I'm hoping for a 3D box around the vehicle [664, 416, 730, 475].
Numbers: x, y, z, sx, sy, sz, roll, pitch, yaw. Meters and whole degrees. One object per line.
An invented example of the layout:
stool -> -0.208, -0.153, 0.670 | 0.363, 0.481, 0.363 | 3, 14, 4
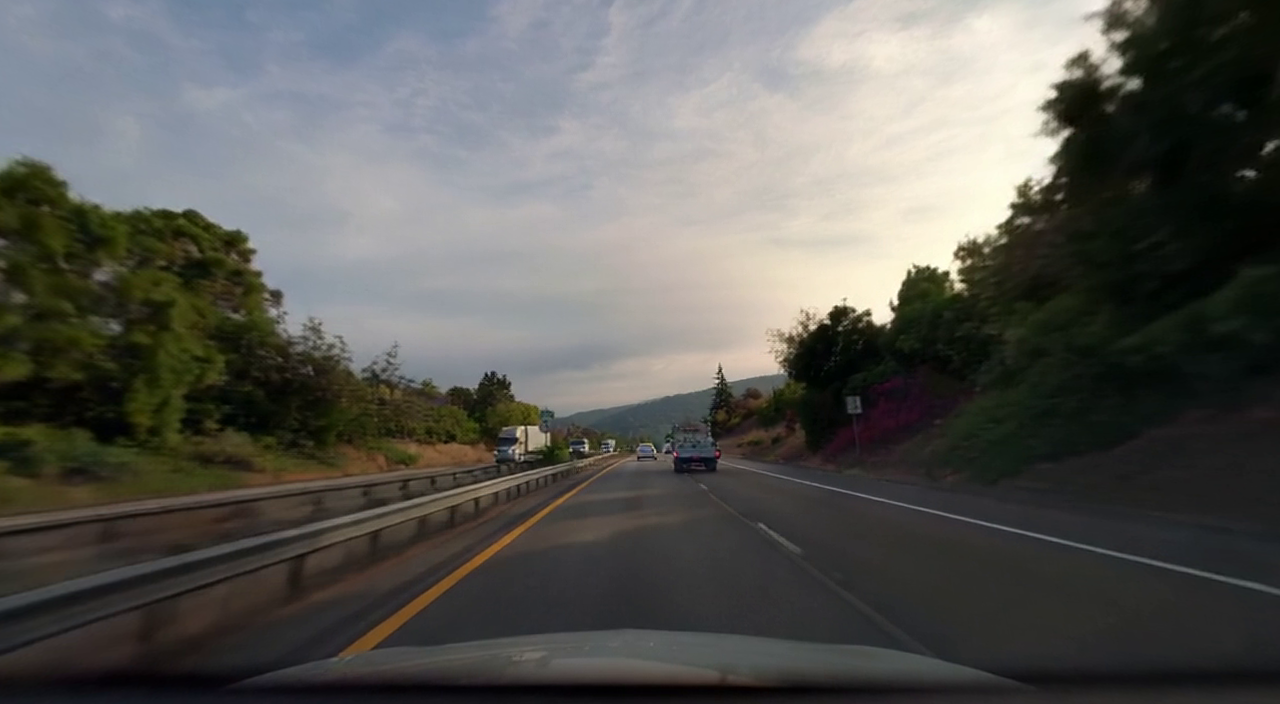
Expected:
vehicle -> 2.578, 4.441, 29.957 | 2.423, 2.517, 5.055 | 0, -9, -3
